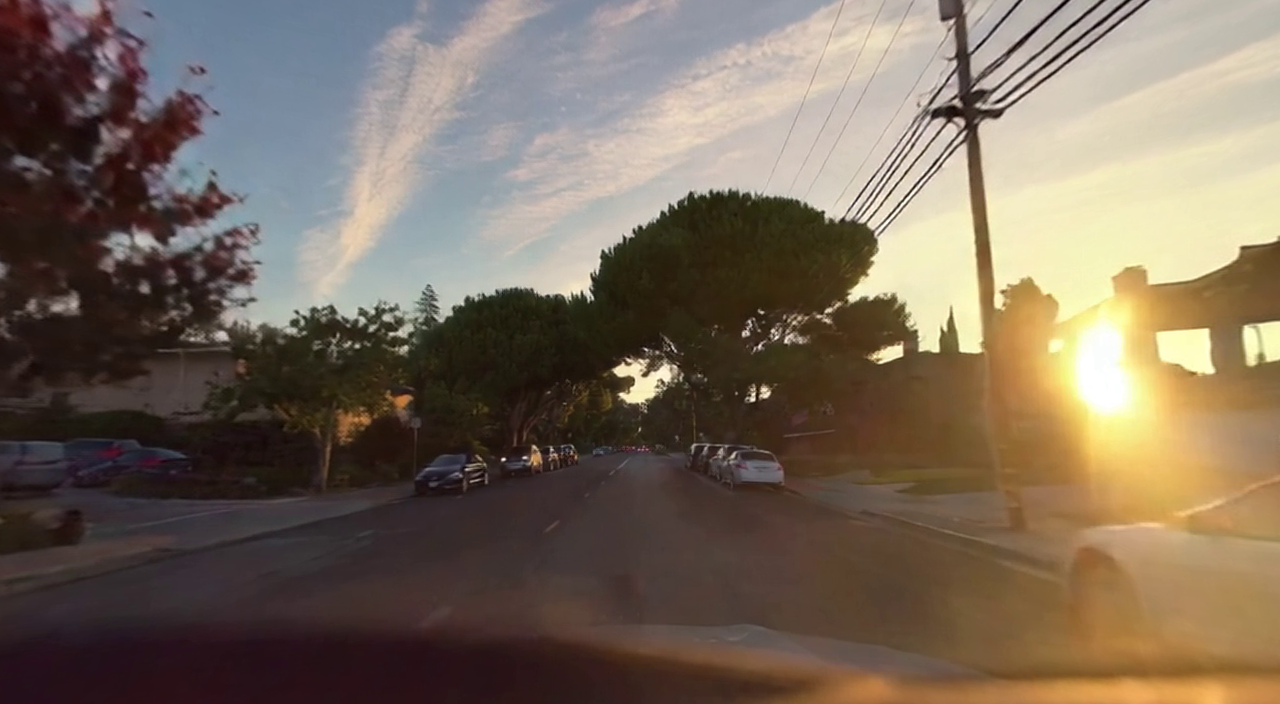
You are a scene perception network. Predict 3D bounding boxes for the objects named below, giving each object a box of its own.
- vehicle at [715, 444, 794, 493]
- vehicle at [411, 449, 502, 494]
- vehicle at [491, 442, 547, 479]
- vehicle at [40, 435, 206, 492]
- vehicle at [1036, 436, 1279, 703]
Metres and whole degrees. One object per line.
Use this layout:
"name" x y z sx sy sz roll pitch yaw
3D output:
"vehicle" 3.658 3.802 20.945 1.763 1.432 4.323 0 -9 -1
"vehicle" -6.472 4.257 22.879 2.031 1.454 4.410 0 -9 -1
"vehicle" -6.324 5.731 33.636 2.031 1.799 4.587 0 -9 0
"vehicle" -17.830 3.869 22.152 1.925 1.750 4.489 0 -9 1
"vehicle" 3.778 1.037 2.417 1.782 1.439 4.037 0 -9 -2
